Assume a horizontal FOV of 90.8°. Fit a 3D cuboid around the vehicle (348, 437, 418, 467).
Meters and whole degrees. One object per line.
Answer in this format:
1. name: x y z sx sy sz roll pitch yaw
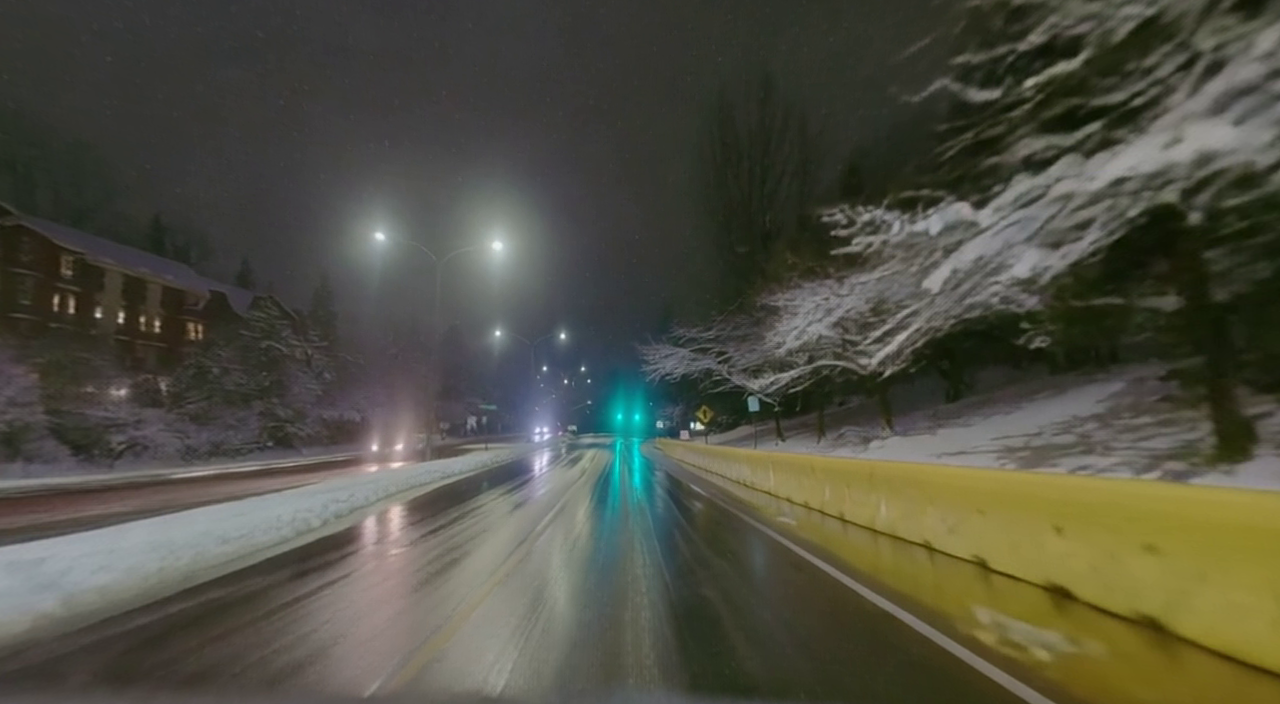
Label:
1. vehicle: -14.249 5.583 35.326 1.969 1.563 4.648 0 -9 0
